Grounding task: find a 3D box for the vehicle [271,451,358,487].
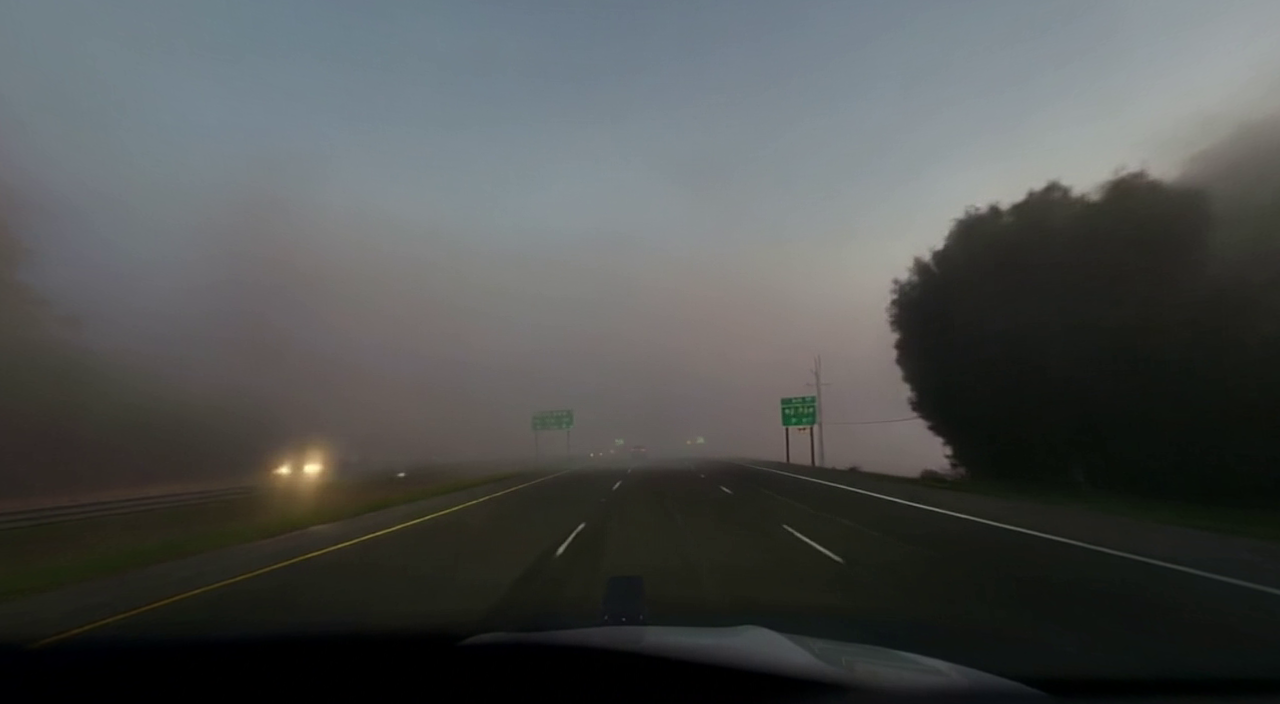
[{"bbox_3d":[-16.496,5.913,32.244,1.898,1.651,4.510,-1,-8,2],"label":"vehicle"}]
